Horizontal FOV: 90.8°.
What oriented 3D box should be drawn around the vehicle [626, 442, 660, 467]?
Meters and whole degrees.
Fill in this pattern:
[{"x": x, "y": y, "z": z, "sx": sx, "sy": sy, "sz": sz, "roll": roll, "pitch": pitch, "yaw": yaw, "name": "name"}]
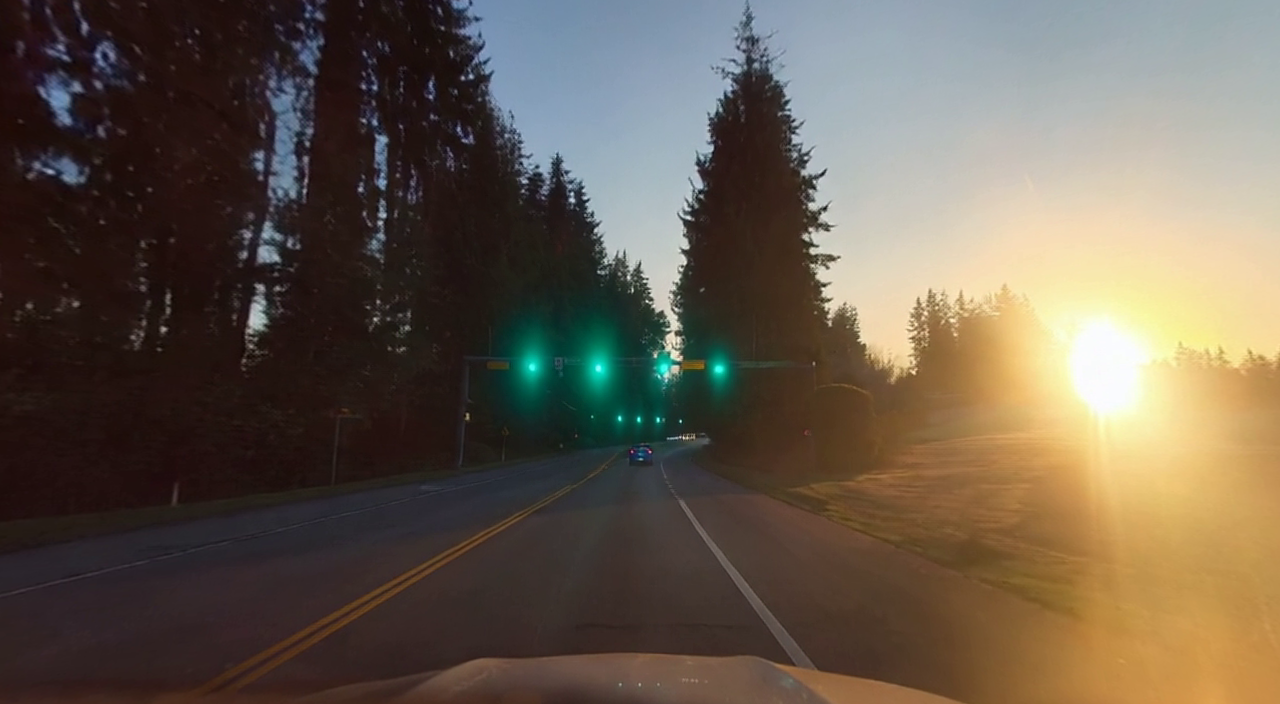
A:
[{"x": 0.229, "y": 6.593, "z": 40.628, "sx": 2.042, "sy": 1.489, "sz": 3.963, "roll": -1, "pitch": -9, "yaw": 1, "name": "vehicle"}]
